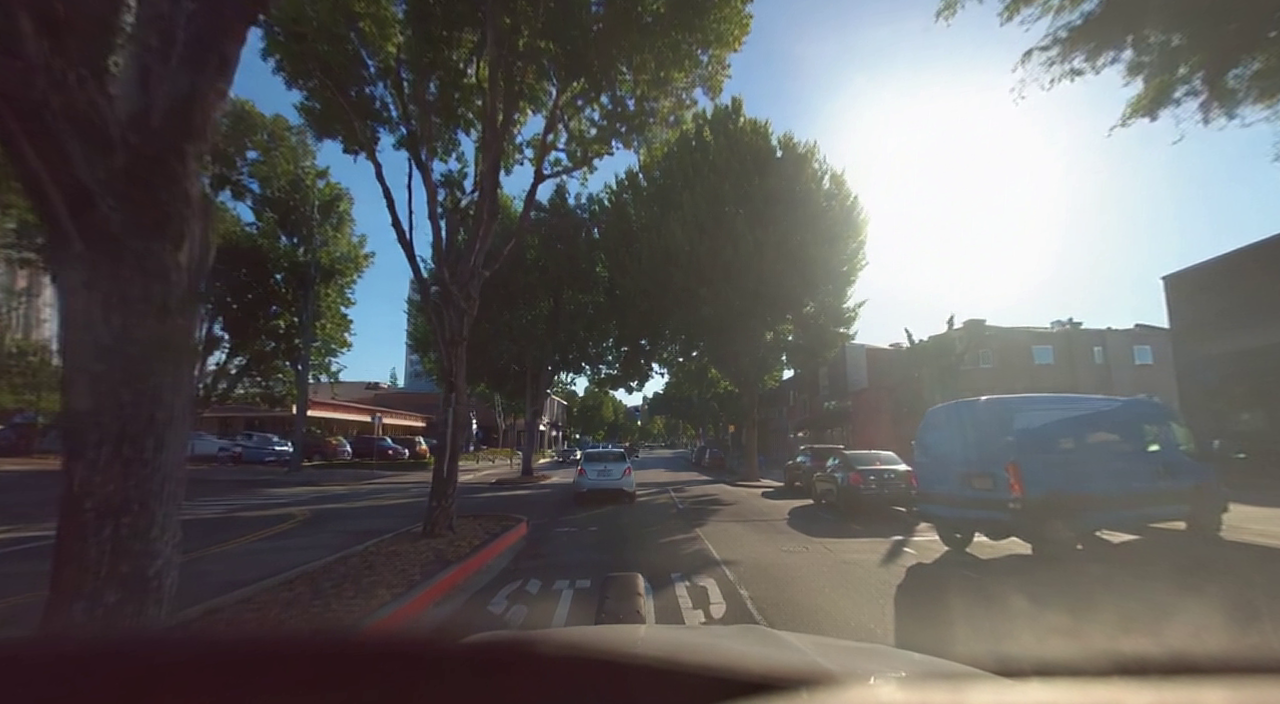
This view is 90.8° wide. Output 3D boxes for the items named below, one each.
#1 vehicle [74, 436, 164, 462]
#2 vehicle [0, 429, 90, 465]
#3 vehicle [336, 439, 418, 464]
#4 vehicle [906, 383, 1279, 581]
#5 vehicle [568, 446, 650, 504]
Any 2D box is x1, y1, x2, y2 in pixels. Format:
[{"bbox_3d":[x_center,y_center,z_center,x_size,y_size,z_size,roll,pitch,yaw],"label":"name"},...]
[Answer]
[{"bbox_3d":[-31.780,5.929,38.596,3.915,1.574,1.850,-1,-9,4],"label":"vehicle"},{"bbox_3d":[-31.766,4.924,32.740,4.438,1.814,2.044,0,-9,-1],"label":"vehicle"},{"bbox_3d":[-18.337,6.951,44.249,4.892,1.679,1.927,1,-9,-6],"label":"vehicle"},{"bbox_3d":[6.697,1.736,9.086,5.385,2.146,2.143,4,-10,-25],"label":"vehicle"},{"bbox_3d":[-0.974,3.457,18.290,2.065,1.450,4.522,1,-9,-5],"label":"vehicle"}]
